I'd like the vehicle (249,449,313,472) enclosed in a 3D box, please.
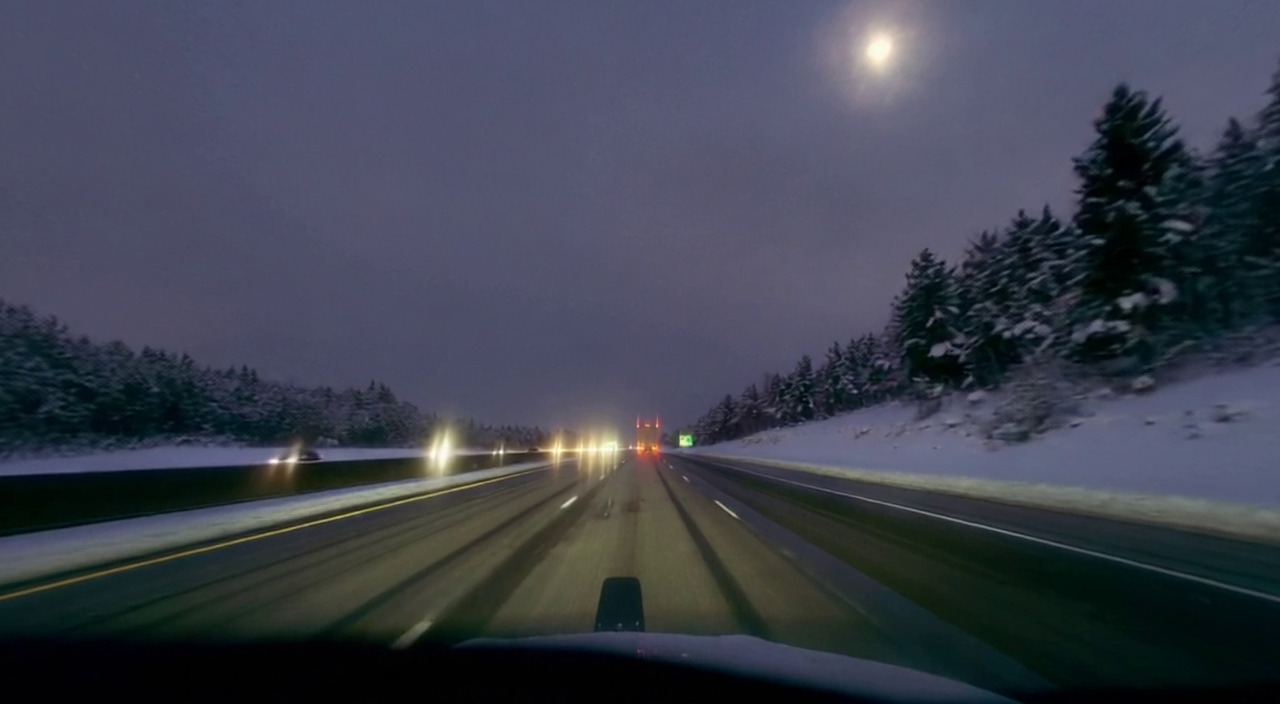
[{"bbox_3d":[-25.179,7.585,44.322,1.824,1.509,4.374,0,-9,1],"label":"vehicle"}]
